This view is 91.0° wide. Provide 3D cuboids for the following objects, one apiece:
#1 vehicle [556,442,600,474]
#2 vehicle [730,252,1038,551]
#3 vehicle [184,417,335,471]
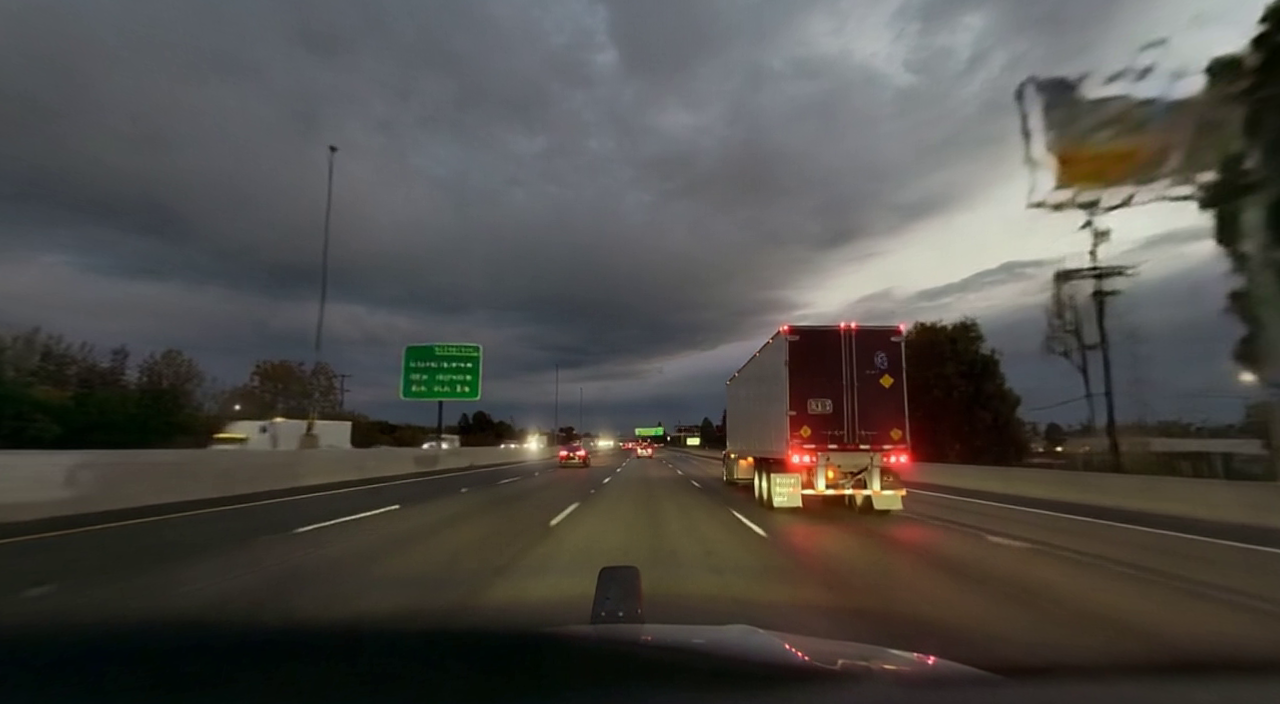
[{"bbox_3d":[-3.409,5.881,35.184,2.000,1.658,4.155,0,-9,1],"label":"vehicle"},{"bbox_3d":[3.736,1.139,12.105,3.042,4.037,7.253,0,-9,1],"label":"vehicle"},{"bbox_3d":[-24.467,6.081,41.570,3.003,3.073,10.773,0,-9,1],"label":"vehicle"}]
